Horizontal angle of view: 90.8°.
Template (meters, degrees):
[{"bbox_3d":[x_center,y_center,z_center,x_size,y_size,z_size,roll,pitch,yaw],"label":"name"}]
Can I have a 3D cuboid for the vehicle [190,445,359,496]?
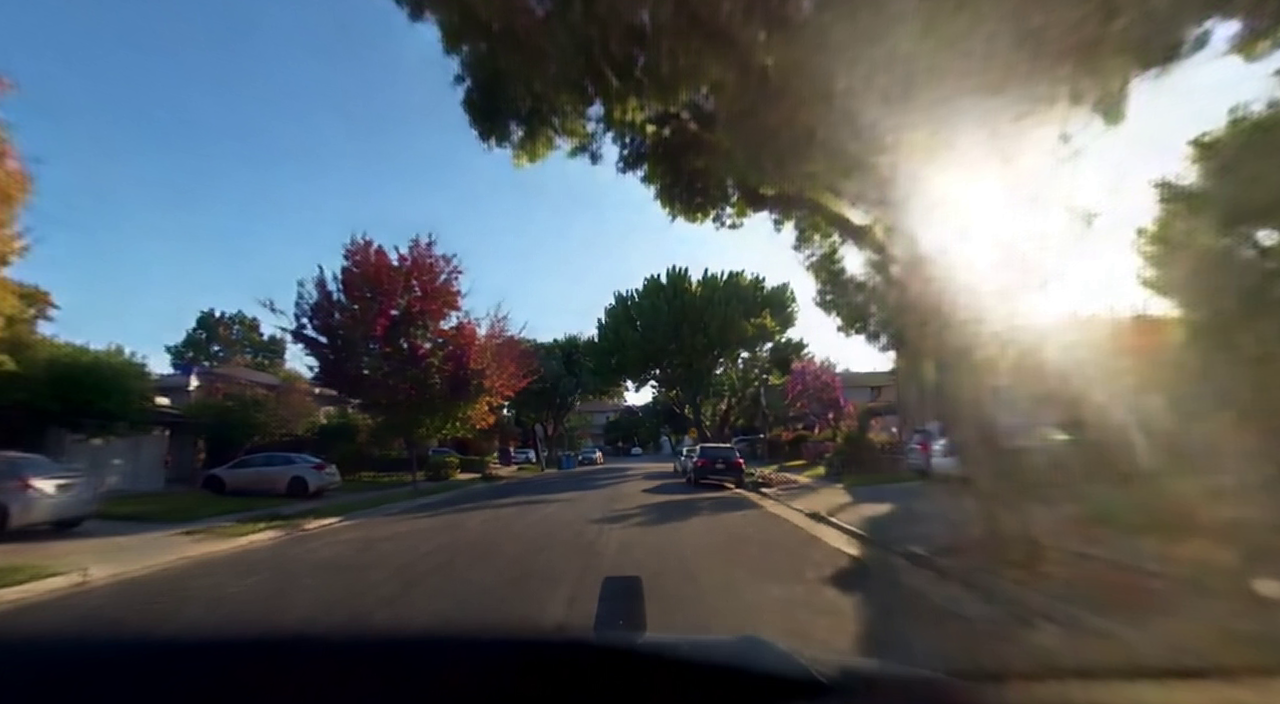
[{"bbox_3d":[-11.436,3.715,20.022,4.118,1.492,1.902,0,-9,-3],"label":"vehicle"}]

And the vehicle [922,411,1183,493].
[{"bbox_3d":[8.910,2.198,13.993,4.331,1.570,2.009,-1,-8,0],"label":"vehicle"}]

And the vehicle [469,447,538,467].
[{"bbox_3d":[-10.694,8.277,49.841,4.933,1.547,2.125,0,-9,0],"label":"vehicle"}]

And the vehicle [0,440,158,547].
[{"bbox_3d":[-11.555,2.355,10.852,4.972,1.623,1.884,0,-9,1],"label":"vehicle"}]

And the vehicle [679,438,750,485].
[{"bbox_3d":[2.516,3.842,22.423,2.022,1.483,4.565,0,-9,1],"label":"vehicle"}]
